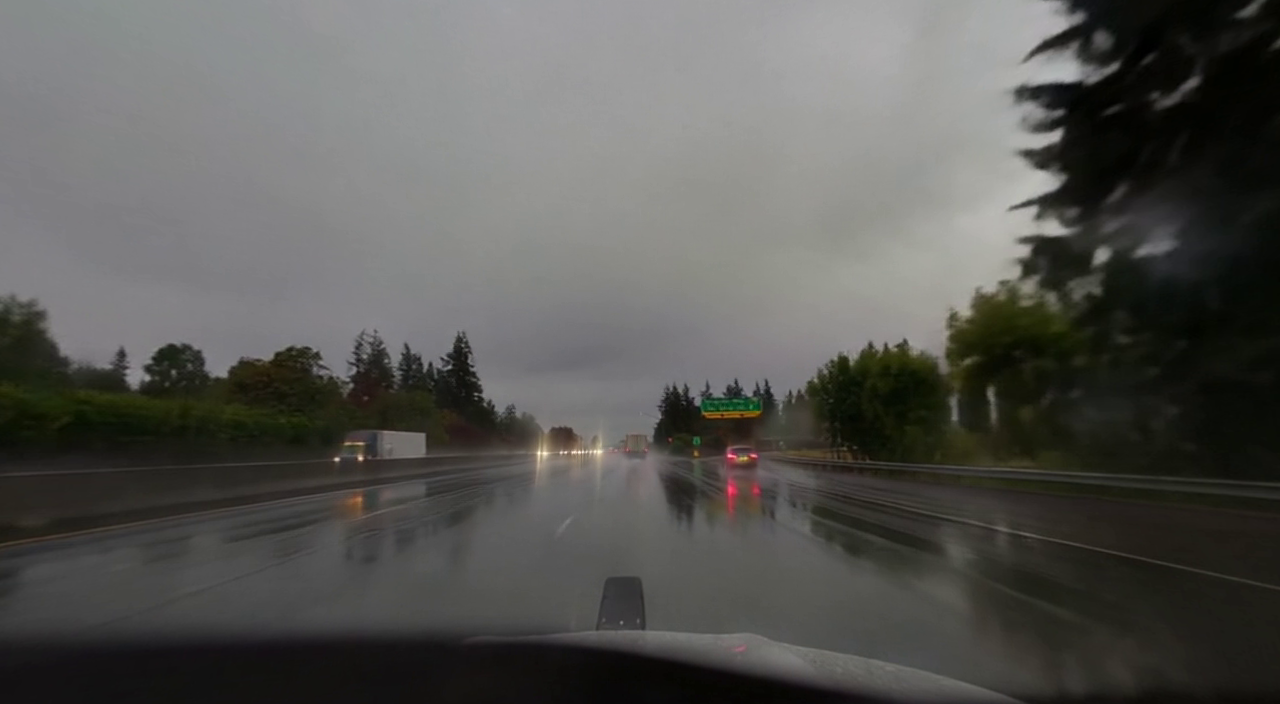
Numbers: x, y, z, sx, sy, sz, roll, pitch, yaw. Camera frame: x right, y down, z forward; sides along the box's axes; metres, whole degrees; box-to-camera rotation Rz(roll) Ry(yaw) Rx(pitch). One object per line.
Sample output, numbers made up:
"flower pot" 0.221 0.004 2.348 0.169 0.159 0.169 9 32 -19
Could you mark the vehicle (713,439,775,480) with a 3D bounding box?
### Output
"vehicle" 4.695 4.948 29.294 2.096 1.712 4.697 0 -9 0
